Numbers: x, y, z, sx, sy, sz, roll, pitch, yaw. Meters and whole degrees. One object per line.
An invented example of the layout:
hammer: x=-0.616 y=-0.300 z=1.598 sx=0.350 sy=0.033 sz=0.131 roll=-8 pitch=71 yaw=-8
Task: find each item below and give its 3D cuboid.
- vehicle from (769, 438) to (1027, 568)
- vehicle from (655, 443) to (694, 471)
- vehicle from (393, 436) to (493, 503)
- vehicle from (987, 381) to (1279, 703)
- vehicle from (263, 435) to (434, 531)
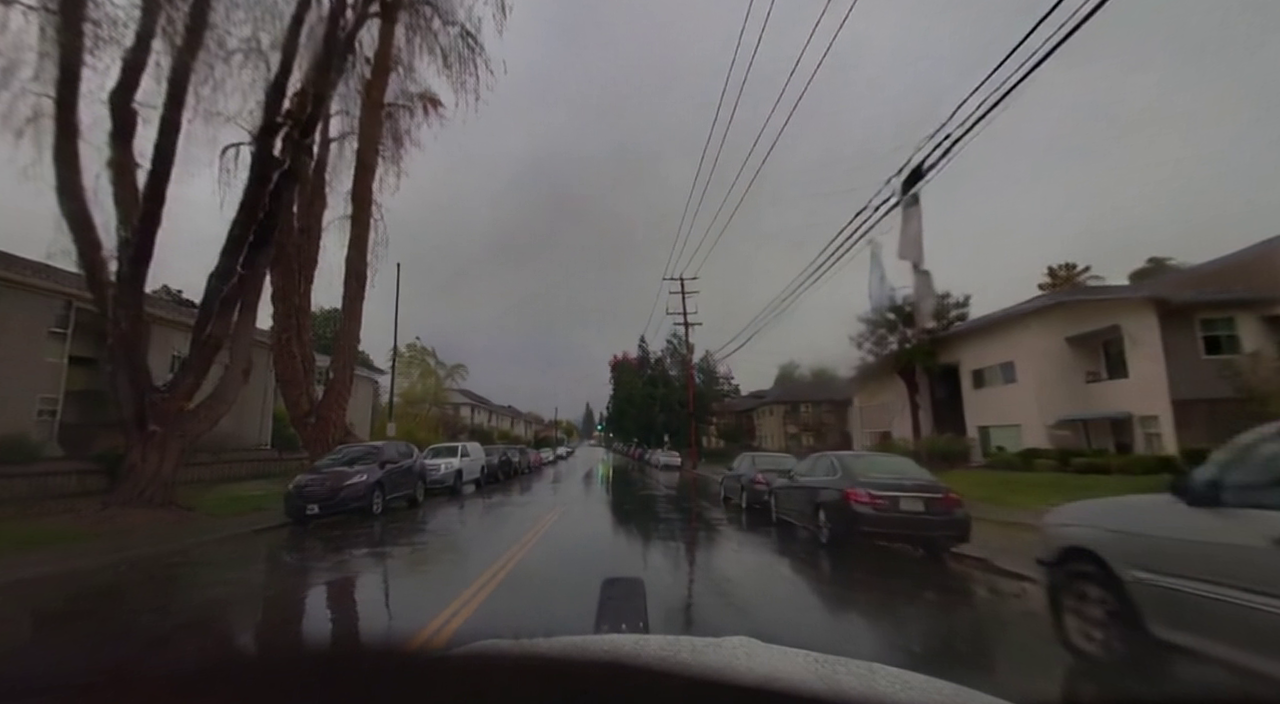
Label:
vehicle: x=3.510 y=2.112 z=9.717 sx=1.868 sy=1.494 sz=4.652 roll=1 pitch=-8 yaw=-2
vehicle: x=2.273 y=7.082 z=42.532 sx=2.328 sy=1.730 sz=4.225 roll=1 pitch=-9 yaw=-2
vehicle: x=-7.081 y=4.186 z=23.241 sx=2.120 sy=1.989 sz=5.616 roll=-3 pitch=-7 yaw=-3
vehicle: x=3.701 y=0.854 z=1.896 sx=2.272 sy=1.626 sz=5.170 roll=0 pitch=-8 yaw=-1
vehicle: x=-6.801 y=3.018 z=15.388 sx=2.056 sy=1.876 sz=4.824 roll=-2 pitch=-7 yaw=-2
